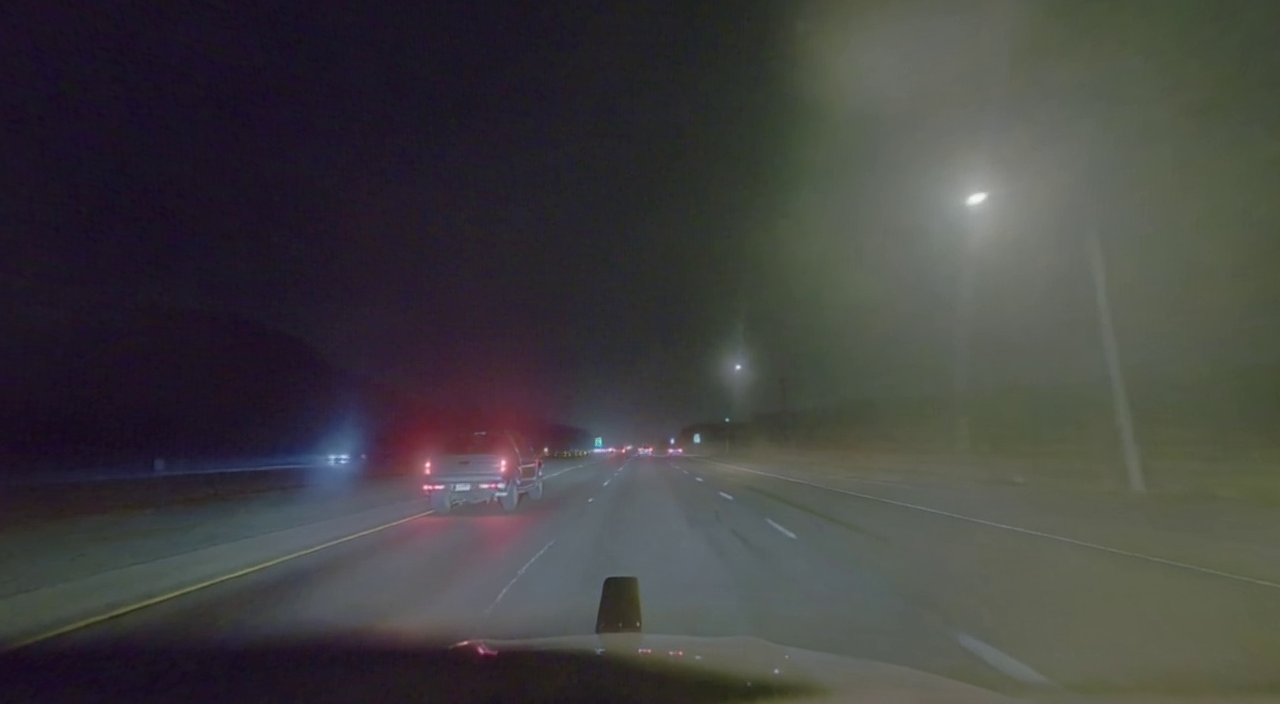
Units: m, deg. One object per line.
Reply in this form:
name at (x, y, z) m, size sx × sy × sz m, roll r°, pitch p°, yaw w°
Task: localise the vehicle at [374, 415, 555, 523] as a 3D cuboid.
vehicle at (-3.540, 2.508, 14.150) m, size 2.379 × 1.918 × 5.504 m, roll 0°, pitch -8°, yaw 1°
